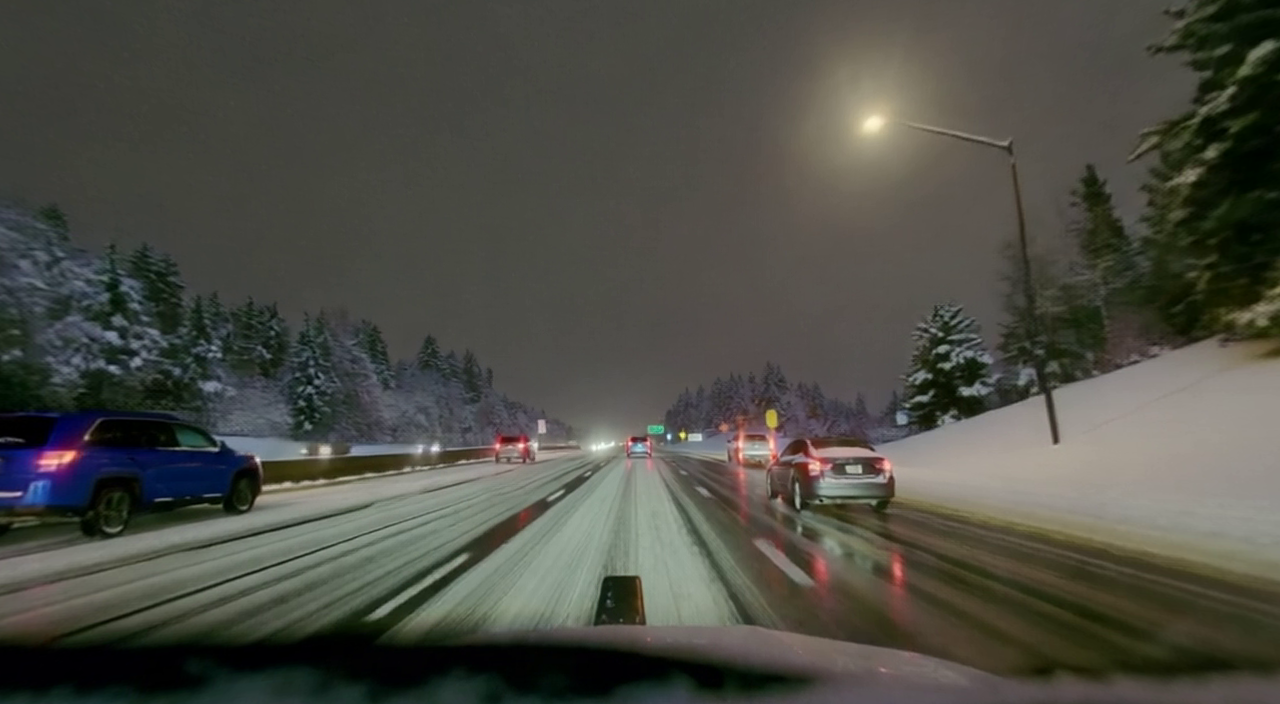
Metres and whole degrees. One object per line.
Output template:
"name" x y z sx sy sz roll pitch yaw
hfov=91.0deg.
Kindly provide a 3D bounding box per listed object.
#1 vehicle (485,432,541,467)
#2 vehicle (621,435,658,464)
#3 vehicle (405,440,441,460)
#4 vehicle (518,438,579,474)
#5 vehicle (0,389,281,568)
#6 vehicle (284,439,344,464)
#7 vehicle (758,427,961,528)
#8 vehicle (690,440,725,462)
"vehicle" -6.964 5.409 35.046 2.111 1.811 4.391 0 -9 1
"vehicle" -0.047 6.080 39.350 2.158 1.706 4.219 0 -9 -1
"vehicle" -17.120 7.742 49.851 1.635 1.463 3.655 0 -8 -2
"vehicle" -3.994 4.619 28.174 2.071 1.478 4.130 0 -9 1
"vehicle" -7.475 1.655 8.854 2.142 1.849 4.566 0 -9 -1
"vehicle" -20.669 6.338 40.037 1.817 1.490 3.694 0 -9 0
"vehicle" 3.730 2.239 11.770 2.141 1.507 4.510 0 -9 0
"vehicle" 4.646 6.916 44.048 1.944 1.465 4.245 0 -9 0
